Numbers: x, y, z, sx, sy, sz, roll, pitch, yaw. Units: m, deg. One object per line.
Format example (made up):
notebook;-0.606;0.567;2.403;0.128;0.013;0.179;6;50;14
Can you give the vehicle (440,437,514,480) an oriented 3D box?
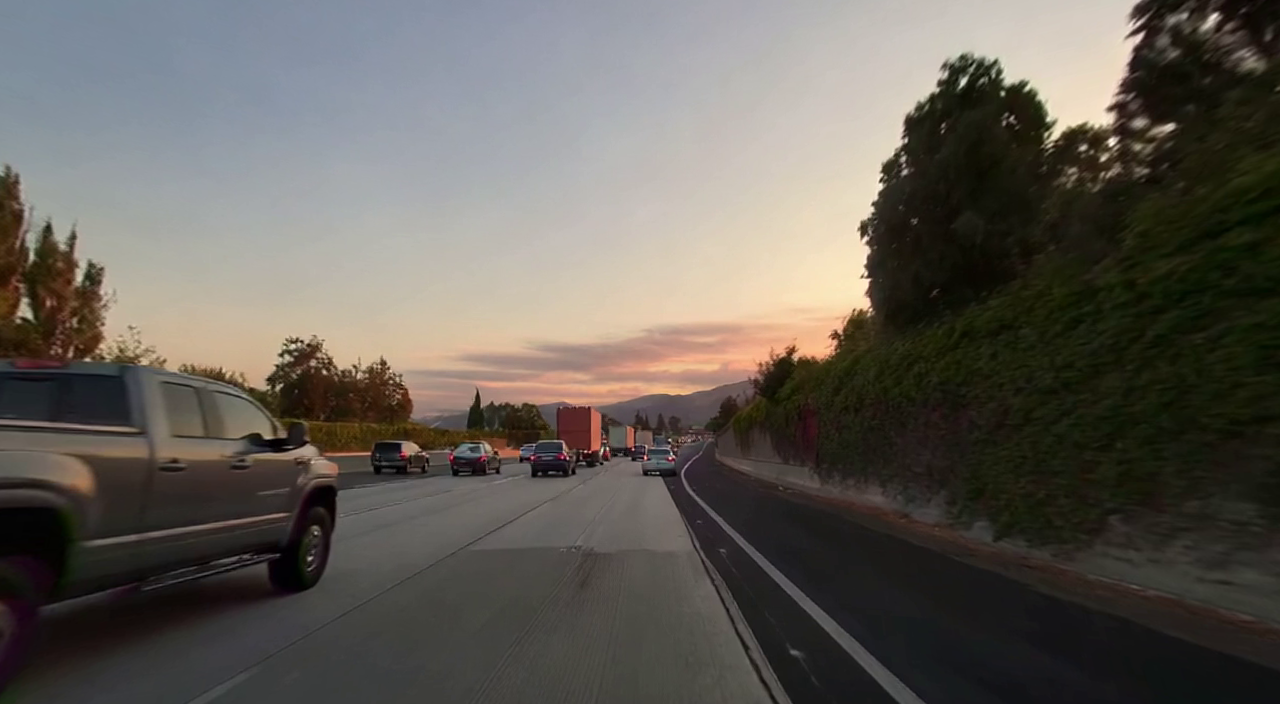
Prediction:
vehicle;-7.262;4.800;28.616;2.039;1.769;4.552;0;-8;2

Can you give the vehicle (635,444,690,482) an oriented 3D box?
vehicle;0.973;4.665;26.884;2.176;1.493;3.955;0;-8;2

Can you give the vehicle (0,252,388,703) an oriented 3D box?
vehicle;-4.007;0.762;3.144;2.724;2.170;6.508;0;-8;1

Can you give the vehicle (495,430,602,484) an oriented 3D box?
vehicle;-3.797;4.951;30.626;3.050;1.964;15.030;0;-8;0
